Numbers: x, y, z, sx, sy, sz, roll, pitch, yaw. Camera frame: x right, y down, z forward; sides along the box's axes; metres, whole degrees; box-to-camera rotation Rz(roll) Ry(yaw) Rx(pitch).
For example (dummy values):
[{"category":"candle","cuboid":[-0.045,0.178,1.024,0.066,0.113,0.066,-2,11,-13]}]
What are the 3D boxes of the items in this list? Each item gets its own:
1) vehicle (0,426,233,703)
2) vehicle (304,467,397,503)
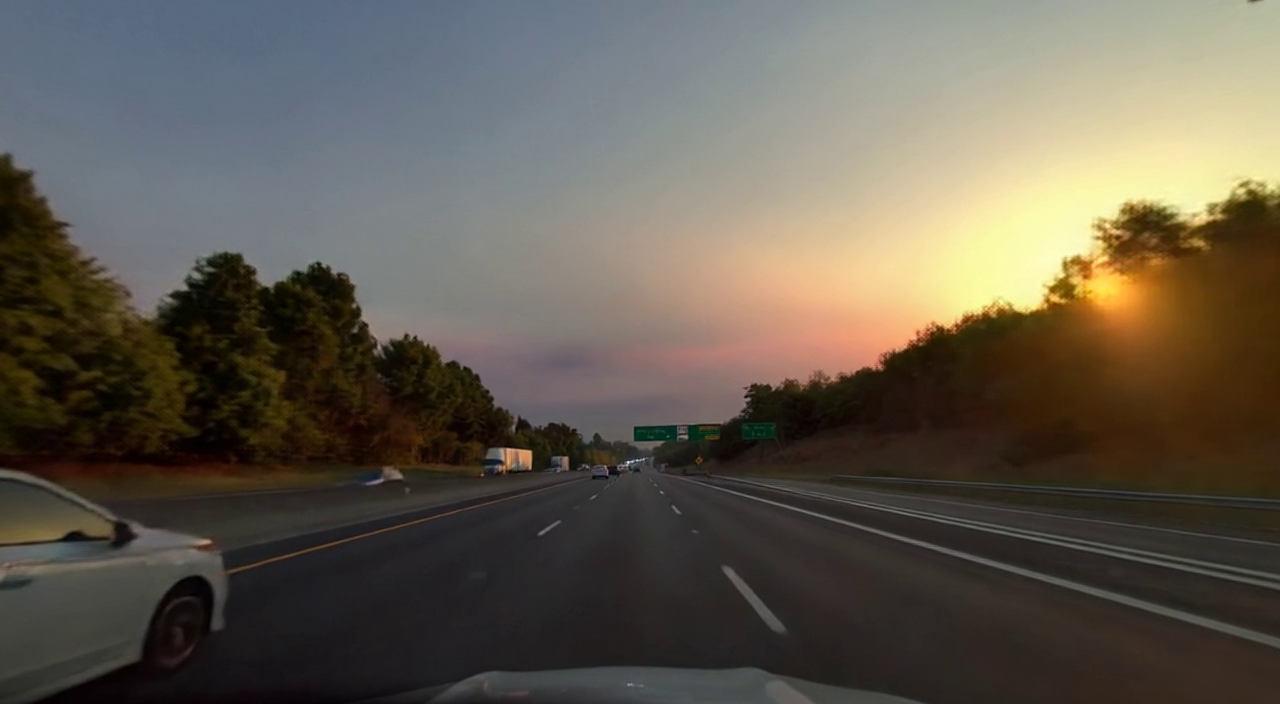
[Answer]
[{"category":"vehicle","cuboid":[-3.670,0.861,1.805,1.998,1.427,4.462,1,-11,0]},{"category":"vehicle","cuboid":[-12.665,5.835,27.930,1.914,1.433,4.551,1,-11,0]}]
